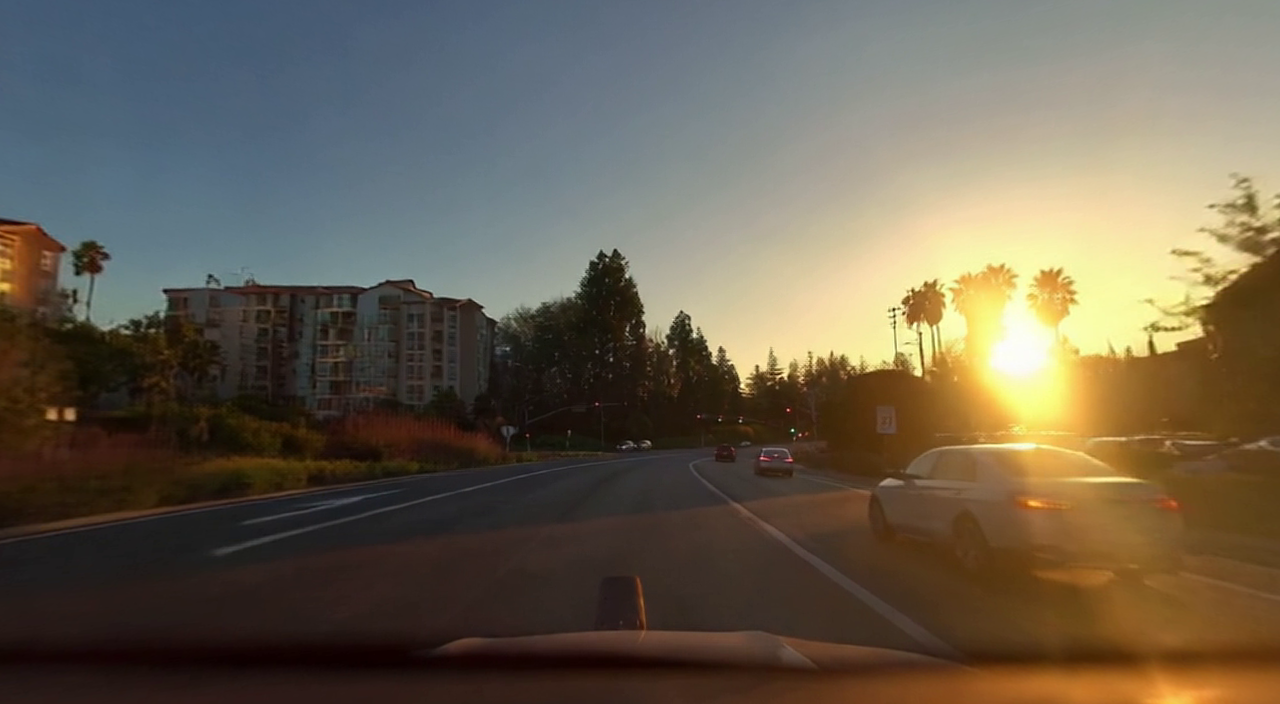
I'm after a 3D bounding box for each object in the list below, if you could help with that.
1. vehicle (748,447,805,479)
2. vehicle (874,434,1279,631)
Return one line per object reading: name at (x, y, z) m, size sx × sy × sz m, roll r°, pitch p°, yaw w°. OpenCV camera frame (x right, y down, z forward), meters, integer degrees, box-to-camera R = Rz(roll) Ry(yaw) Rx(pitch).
vehicle at (6.797, 5.557, 31.950) m, size 2.144 × 1.473 × 4.638 m, roll -1°, pitch -9°, yaw 4°
vehicle at (4.229, 1.675, 6.813) m, size 1.993 × 1.483 × 3.821 m, roll 0°, pitch -8°, yaw 1°
